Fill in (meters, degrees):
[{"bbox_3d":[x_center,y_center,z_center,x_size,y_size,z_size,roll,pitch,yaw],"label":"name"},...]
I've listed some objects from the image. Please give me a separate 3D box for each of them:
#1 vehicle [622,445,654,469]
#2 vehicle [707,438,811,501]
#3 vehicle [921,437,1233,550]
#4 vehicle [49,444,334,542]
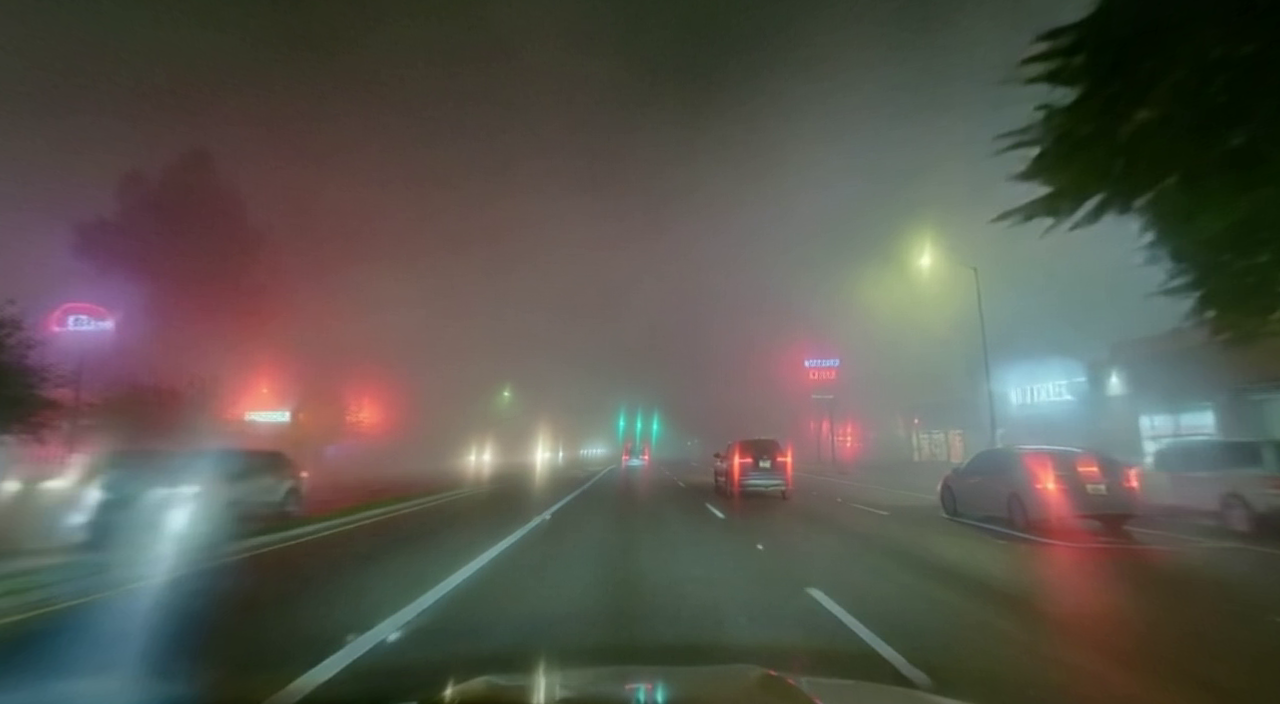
[{"bbox_3d":[-0.131,6.961,41.991,2.052,1.461,4.324,0,-8,0],"label":"vehicle"},{"bbox_3d":[3.253,3.309,18.264,2.072,1.545,4.578,0,-8,-1],"label":"vehicle"},{"bbox_3d":[6.782,2.202,10.633,1.952,1.449,4.544,0,-8,0],"label":"vehicle"},{"bbox_3d":[-8.244,2.578,12.402,2.050,1.499,4.816,0,-8,0],"label":"vehicle"}]
